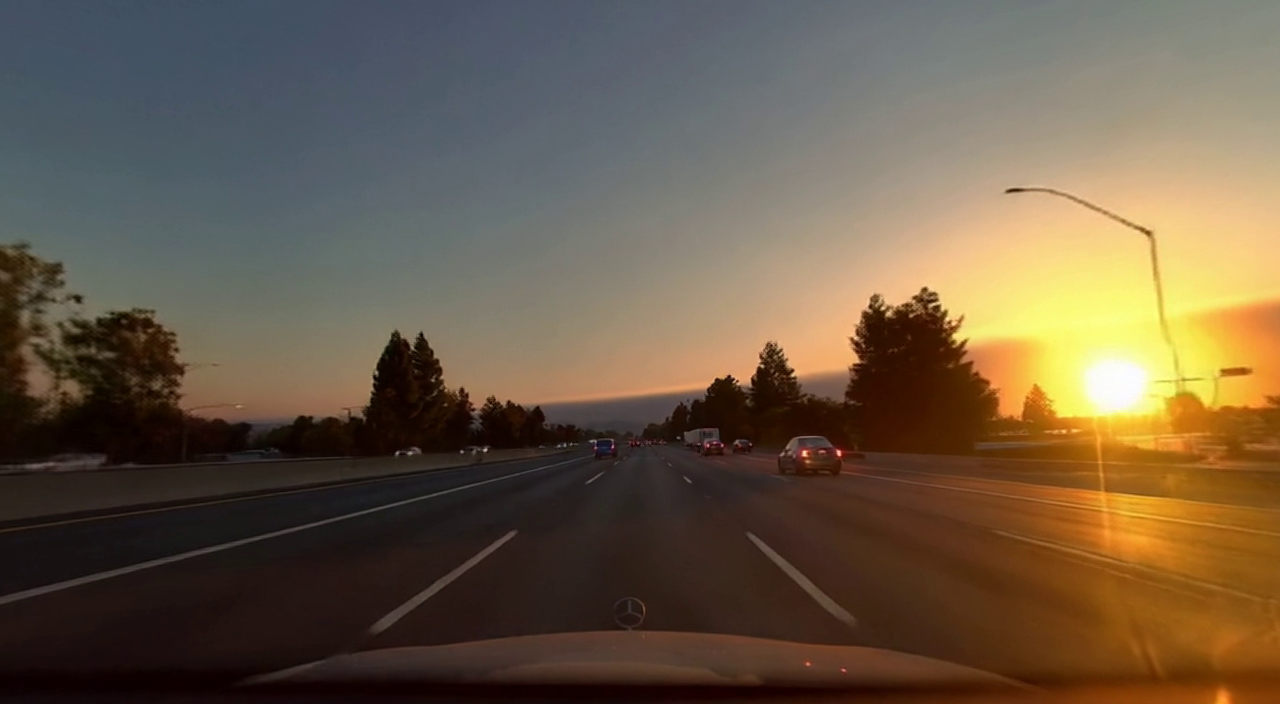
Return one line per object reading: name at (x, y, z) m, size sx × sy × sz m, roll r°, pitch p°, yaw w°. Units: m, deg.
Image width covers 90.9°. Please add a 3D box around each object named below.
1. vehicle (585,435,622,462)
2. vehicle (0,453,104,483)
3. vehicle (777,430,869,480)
vehicle at (-2.726, 7.364, 48.264) m, size 2.453 × 1.952 × 5.320 m, roll 0°, pitch -8°, yaw 0°
vehicle at (-39.669, 7.773, 42.522) m, size 2.053 × 1.812 × 5.647 m, roll 0°, pitch -8°, yaw -1°
vehicle at (6.706, 3.828, 23.617) m, size 2.063 × 1.706 × 4.259 m, roll 0°, pitch -8°, yaw -1°
